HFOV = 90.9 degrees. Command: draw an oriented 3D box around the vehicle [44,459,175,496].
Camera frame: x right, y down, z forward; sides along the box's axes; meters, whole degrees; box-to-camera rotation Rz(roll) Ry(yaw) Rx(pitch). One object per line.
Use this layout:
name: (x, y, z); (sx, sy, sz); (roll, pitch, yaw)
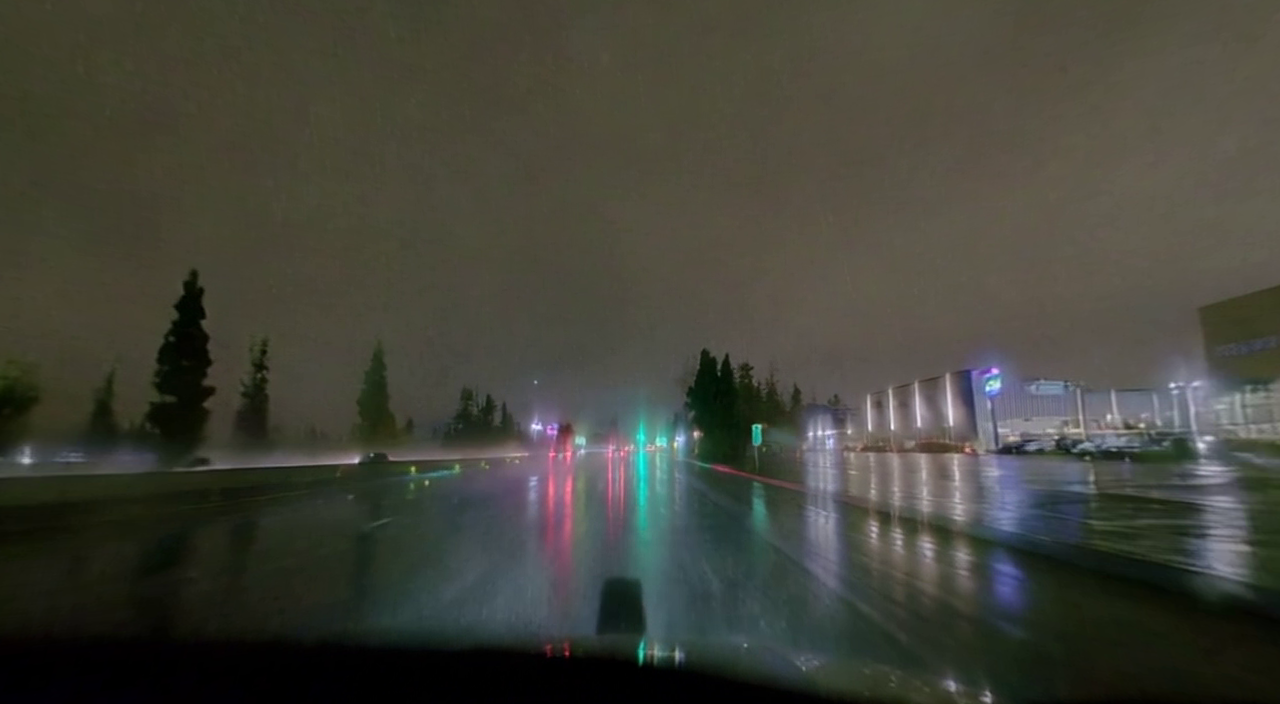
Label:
vehicle: (-24.188, 5.699, 29.035); (2.032, 1.455, 4.585); (0, -8, 0)

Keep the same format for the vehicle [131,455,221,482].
vehicle: (-31.167, 7.822, 42.598); (2.125, 1.597, 5.172); (0, -8, 1)

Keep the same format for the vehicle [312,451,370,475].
vehicle: (-20.110, 7.468, 42.661); (1.797, 1.506, 4.153); (-1, -8, 1)
